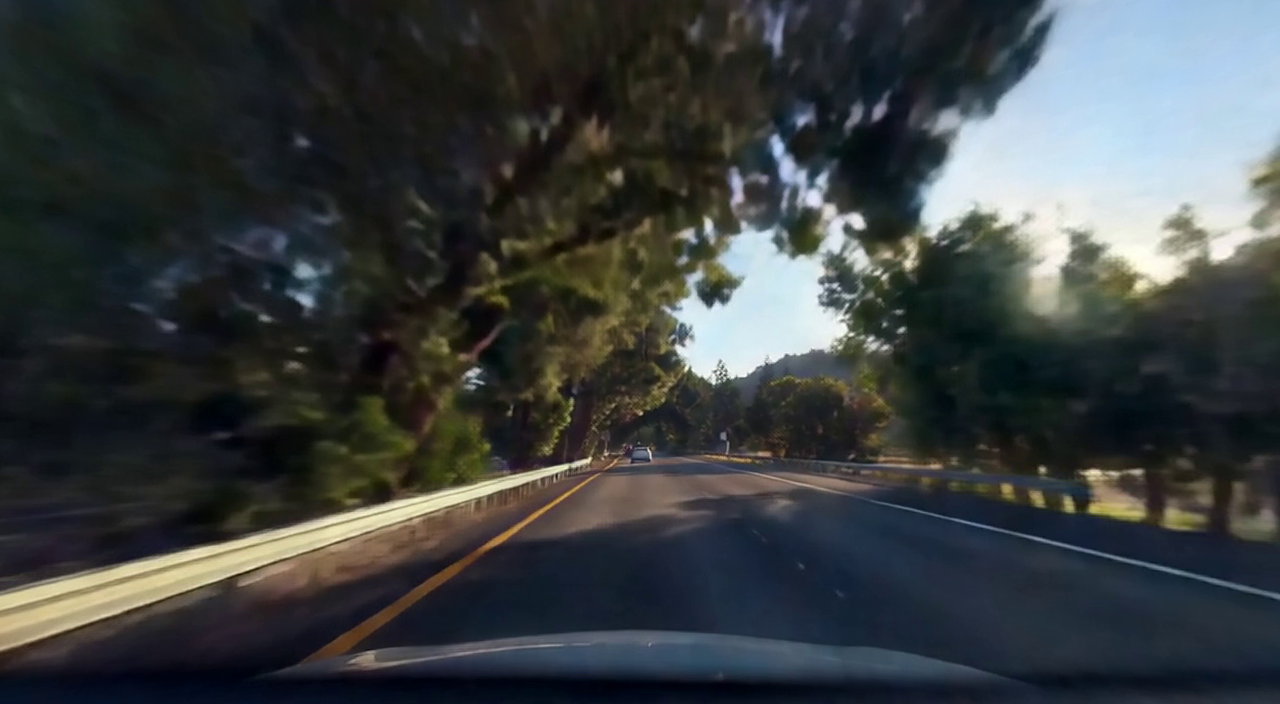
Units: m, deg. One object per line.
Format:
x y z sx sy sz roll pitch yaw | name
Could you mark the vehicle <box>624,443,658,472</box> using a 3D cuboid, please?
0.019 6.475 38.853 1.987 1.658 3.620 0 -9 -1 | vehicle
